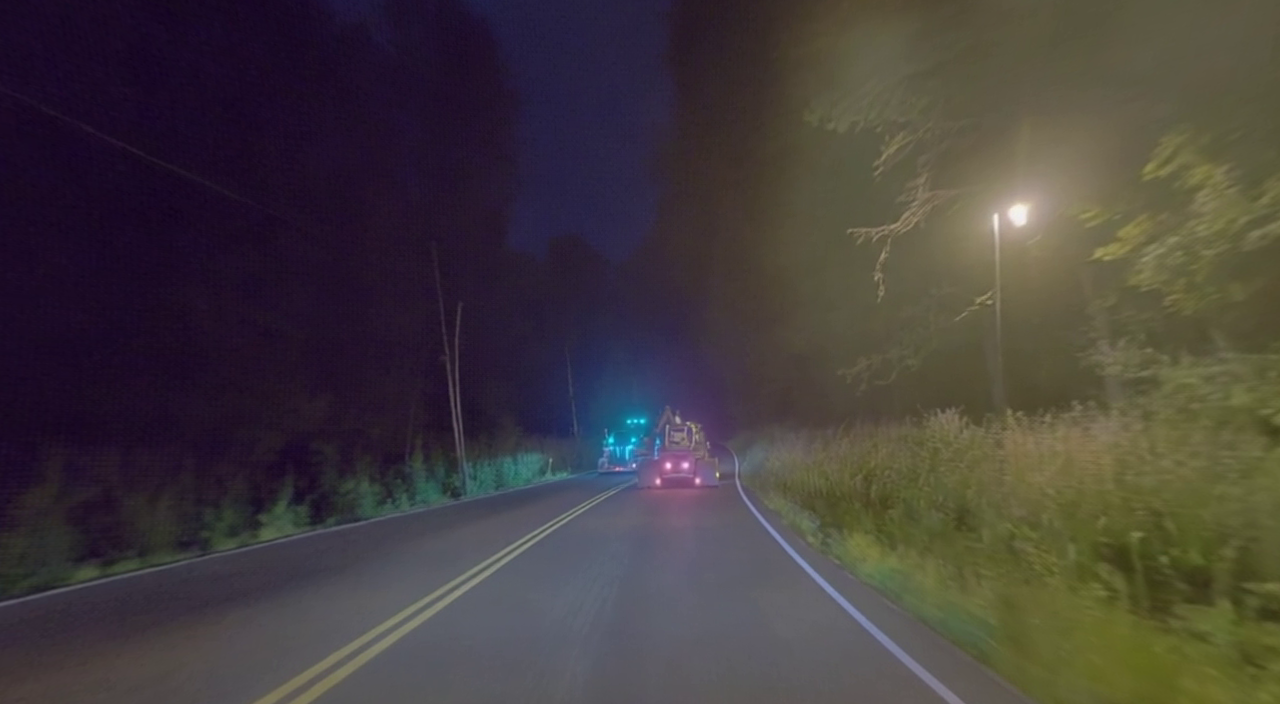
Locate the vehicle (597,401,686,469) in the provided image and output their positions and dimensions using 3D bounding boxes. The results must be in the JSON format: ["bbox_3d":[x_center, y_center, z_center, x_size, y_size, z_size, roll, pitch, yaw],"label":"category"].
[{"bbox_3d":[0.312,6.023,44.674,4.788,4.368,6.529,-2,-11,14],"label":"vehicle"}]

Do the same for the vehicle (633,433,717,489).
[{"bbox_3d":[1.097,3.208,18.853,2.196,1.465,4.294,-1,-8,5],"label":"vehicle"}]
